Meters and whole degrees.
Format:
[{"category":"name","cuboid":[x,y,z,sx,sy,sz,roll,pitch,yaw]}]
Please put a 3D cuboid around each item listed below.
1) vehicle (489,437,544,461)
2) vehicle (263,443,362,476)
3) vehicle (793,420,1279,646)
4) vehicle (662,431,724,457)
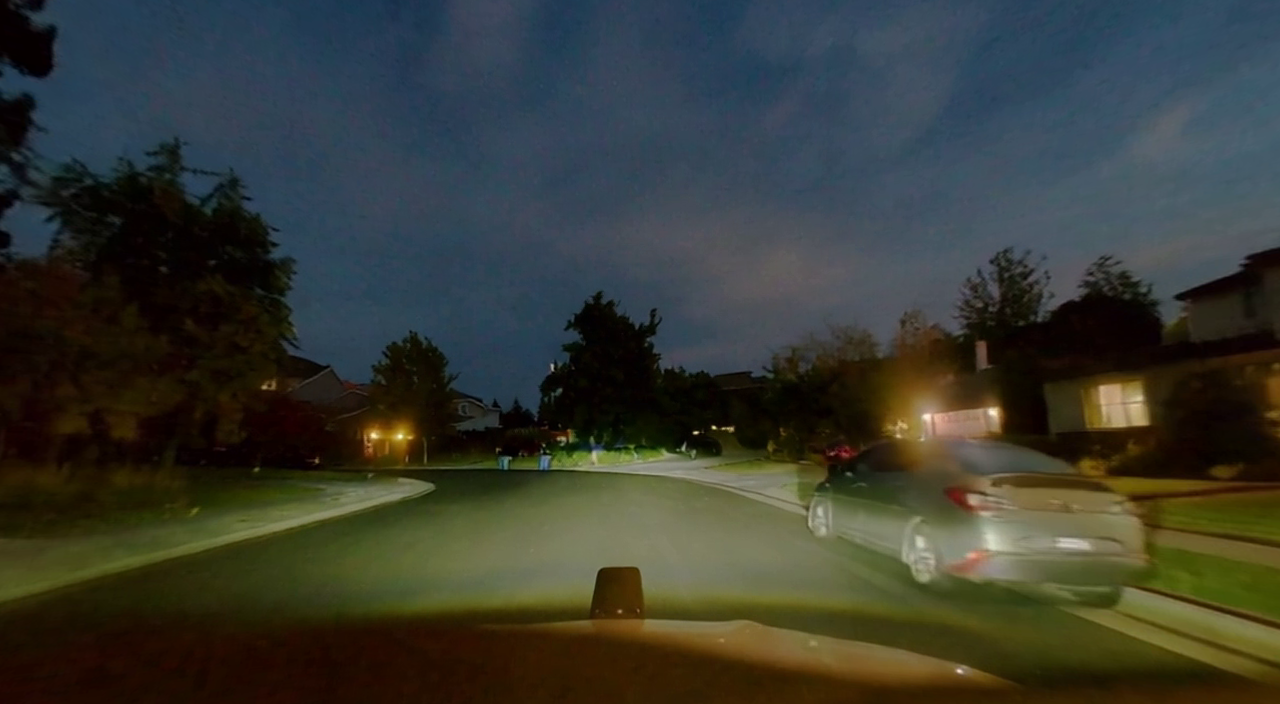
[{"category":"vehicle","cuboid":[-9.438,7.458,48.526,2.064,1.758,5.132,-3,-9,15]},{"category":"vehicle","cuboid":[-17.537,5.749,33.767,4.330,1.657,2.037,-2,-9,14]},{"category":"vehicle","cuboid":[3.317,1.569,6.658,1.998,1.489,4.722,0,-9,-3]},{"category":"vehicle","cuboid":[4.011,6.929,47.277,2.208,1.773,5.065,-7,-11,37]}]
